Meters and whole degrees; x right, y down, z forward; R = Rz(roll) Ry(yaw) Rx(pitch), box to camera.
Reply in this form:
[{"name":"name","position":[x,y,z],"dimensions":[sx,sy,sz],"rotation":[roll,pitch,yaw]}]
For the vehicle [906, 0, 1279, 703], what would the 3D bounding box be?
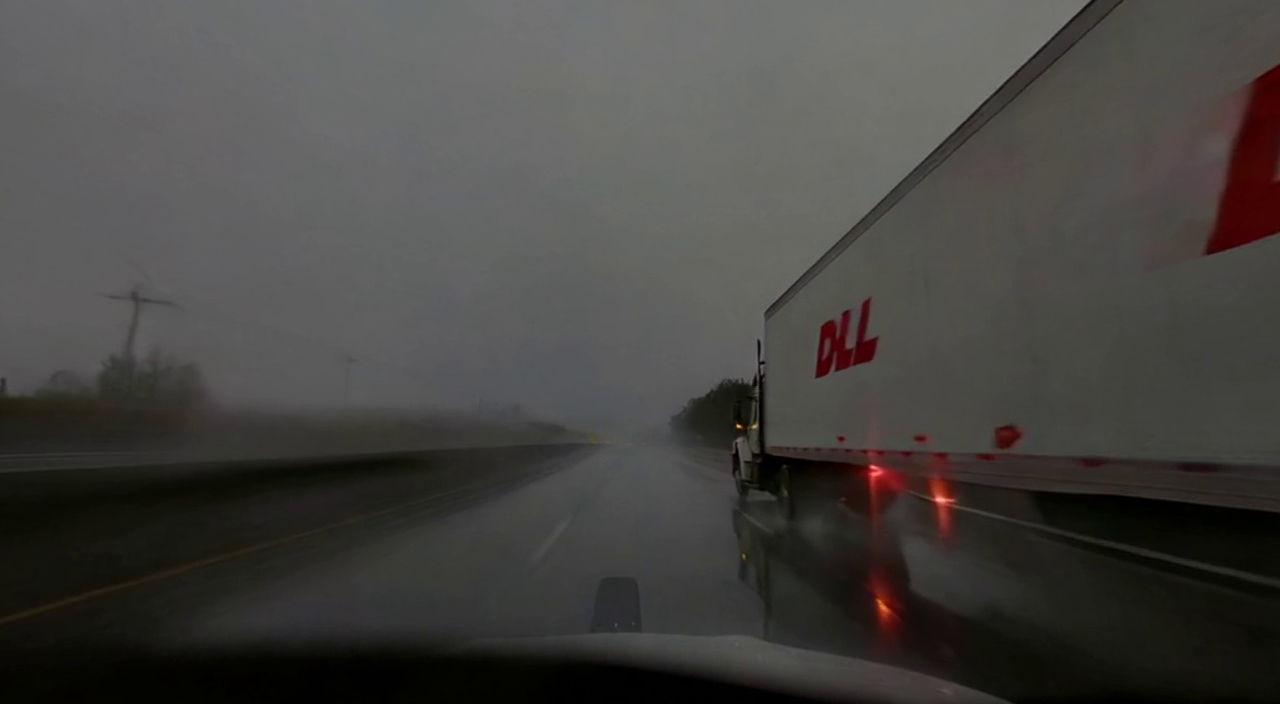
[{"name":"vehicle","position":[4.606,-0.250,2.947],"dimensions":[2.880,3.918,8.254],"rotation":[0,-8,-1]}]
